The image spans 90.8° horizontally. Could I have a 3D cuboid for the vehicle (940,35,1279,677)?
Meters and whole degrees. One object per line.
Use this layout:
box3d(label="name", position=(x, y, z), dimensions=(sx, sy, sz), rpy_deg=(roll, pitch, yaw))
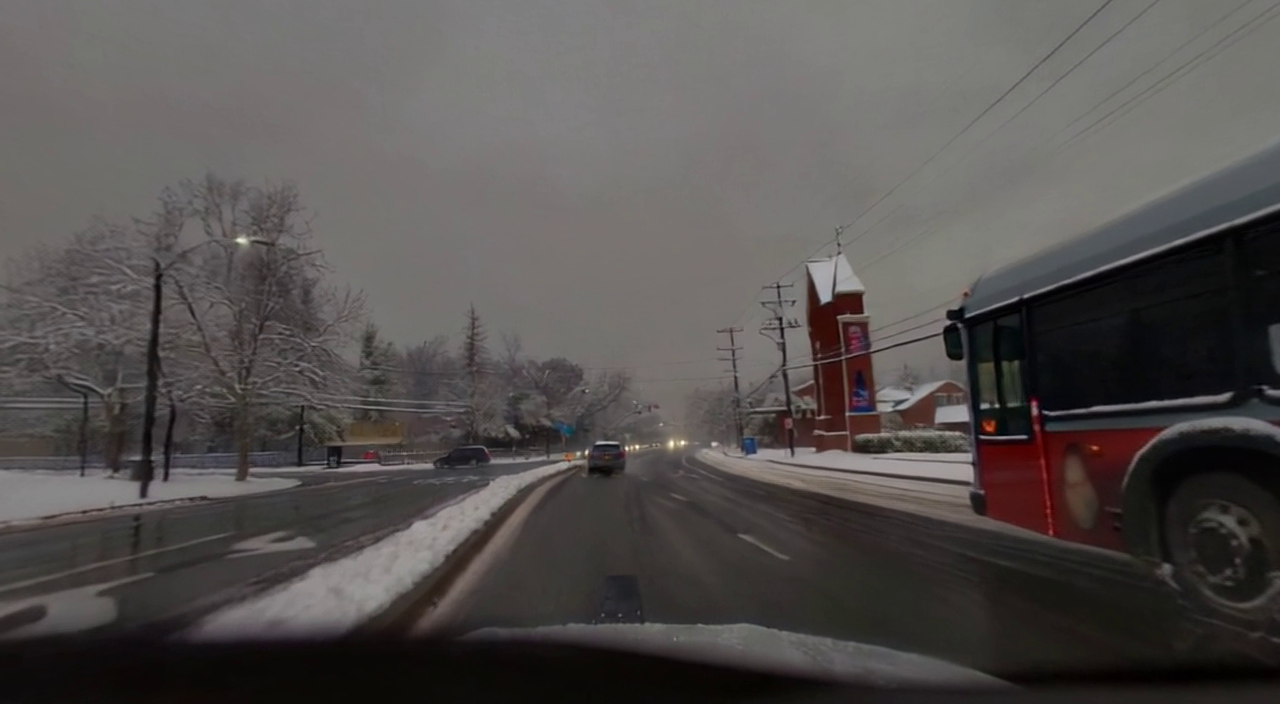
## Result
box3d(label="vehicle", position=(4.838, -0.369, 0.760), dimensions=(3.028, 3.353, 12.630), rpy_deg=(-1, -8, 1))

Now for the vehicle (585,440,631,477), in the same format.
box3d(label="vehicle", position=(-1.514, 5.085, 30.396), dimensions=(2.032, 1.621, 4.082), rpy_deg=(0, -8, -2))
